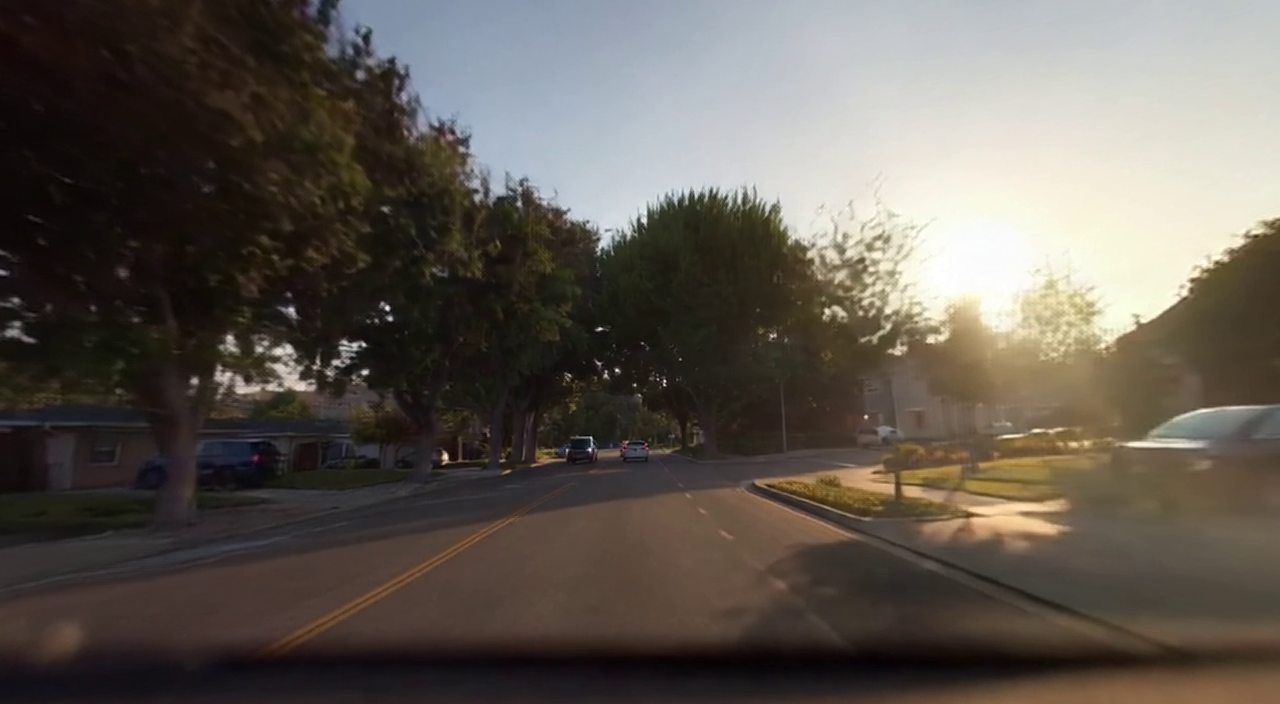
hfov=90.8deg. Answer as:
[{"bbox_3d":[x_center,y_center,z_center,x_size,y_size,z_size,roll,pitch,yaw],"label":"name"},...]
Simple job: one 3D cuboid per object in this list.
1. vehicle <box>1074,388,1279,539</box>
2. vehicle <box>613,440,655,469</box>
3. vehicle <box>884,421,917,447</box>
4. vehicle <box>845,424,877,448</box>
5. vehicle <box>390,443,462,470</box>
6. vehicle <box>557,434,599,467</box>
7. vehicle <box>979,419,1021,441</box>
[{"bbox_3d":[8.701,1.188,8.069,4.740,1.467,2.074,-6,-8,-4],"label":"vehicle"},{"bbox_3d":[-0.335,5.471,33.860,2.098,1.483,4.099,0,-9,-1],"label":"vehicle"},{"bbox_3d":[19.506,6.138,47.371,2.114,1.677,4.707,-5,-6,22],"label":"vehicle"},{"bbox_3d":[16.891,6.388,48.150,1.979,1.434,4.607,-7,-7,21],"label":"vehicle"},{"bbox_3d":[-15.028,7.354,44.512,4.223,1.753,2.134,0,-8,6],"label":"vehicle"},{"bbox_3d":[-4.492,7.247,46.740,2.451,2.182,5.485,-3,-9,1],"label":"vehicle"},{"bbox_3d":[25.225,5.454,44.349,1.603,1.430,3.662,-3,-6,15],"label":"vehicle"}]
